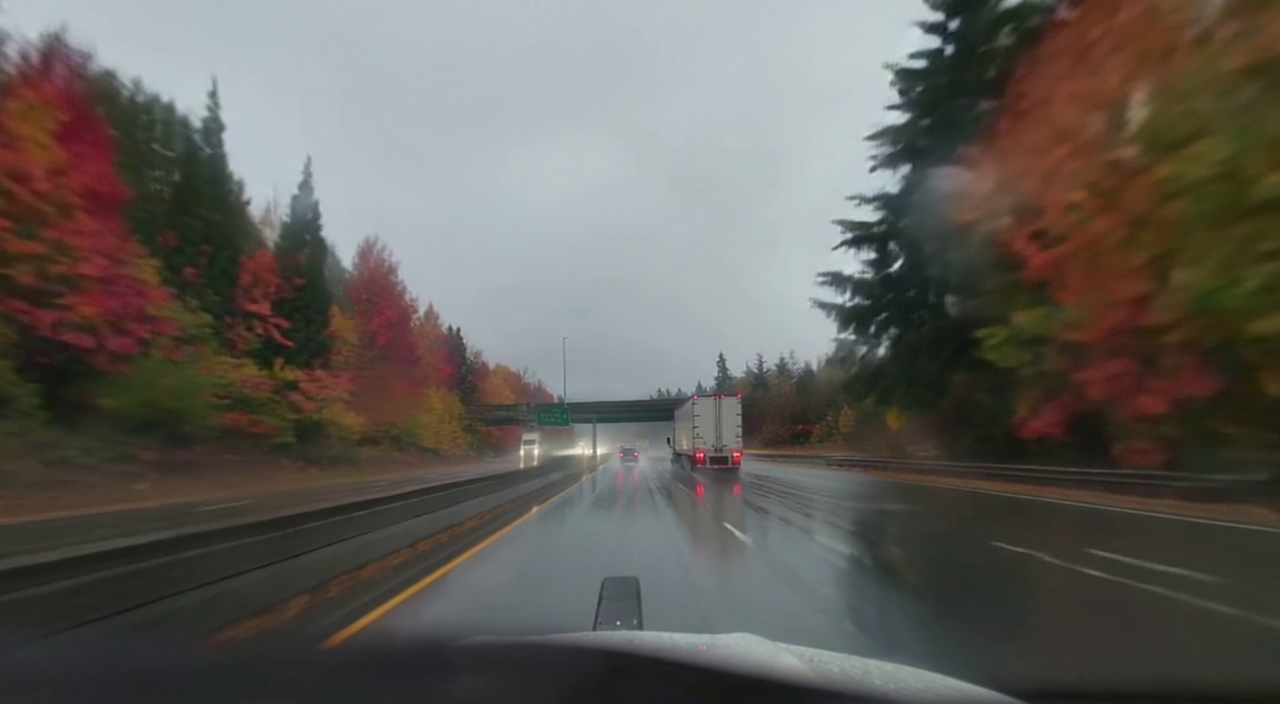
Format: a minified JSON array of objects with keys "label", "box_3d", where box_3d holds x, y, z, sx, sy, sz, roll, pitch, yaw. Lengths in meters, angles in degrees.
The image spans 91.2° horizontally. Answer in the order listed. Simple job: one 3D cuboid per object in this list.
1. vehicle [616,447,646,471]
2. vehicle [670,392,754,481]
[{"label":"vehicle","box_3d":[-0.593,7.149,42.027,1.961,1.454,3.755,0,-9,-1]},{"label":"vehicle","box_3d":[3.842,5.226,37.830,2.956,4.281,14.327,0,-9,-2]}]
